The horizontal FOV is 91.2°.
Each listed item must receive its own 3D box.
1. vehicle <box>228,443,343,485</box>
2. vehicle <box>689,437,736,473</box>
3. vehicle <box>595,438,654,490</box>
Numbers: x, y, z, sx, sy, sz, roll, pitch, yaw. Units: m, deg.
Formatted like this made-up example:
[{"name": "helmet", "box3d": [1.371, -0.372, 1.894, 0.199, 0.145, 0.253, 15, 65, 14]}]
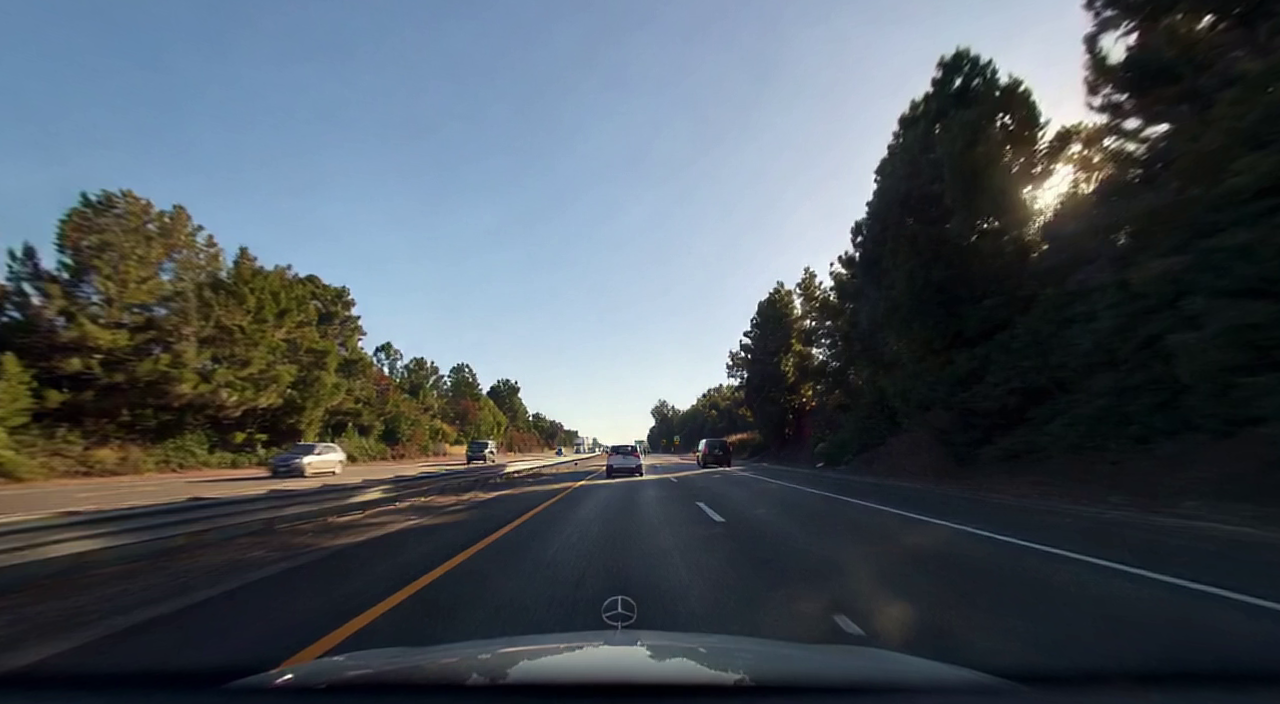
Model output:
[{"name": "vehicle", "box3d": [-13.954, 4.417, 25.063, 1.878, 1.506, 4.602, 0, -9, 0]}, {"name": "vehicle", "box3d": [4.200, 6.058, 36.993, 2.179, 1.930, 4.538, 0, -9, 0]}, {"name": "vehicle", "box3d": [-0.510, 4.065, 23.120, 1.963, 1.711, 4.284, 0, -9, 1]}]
